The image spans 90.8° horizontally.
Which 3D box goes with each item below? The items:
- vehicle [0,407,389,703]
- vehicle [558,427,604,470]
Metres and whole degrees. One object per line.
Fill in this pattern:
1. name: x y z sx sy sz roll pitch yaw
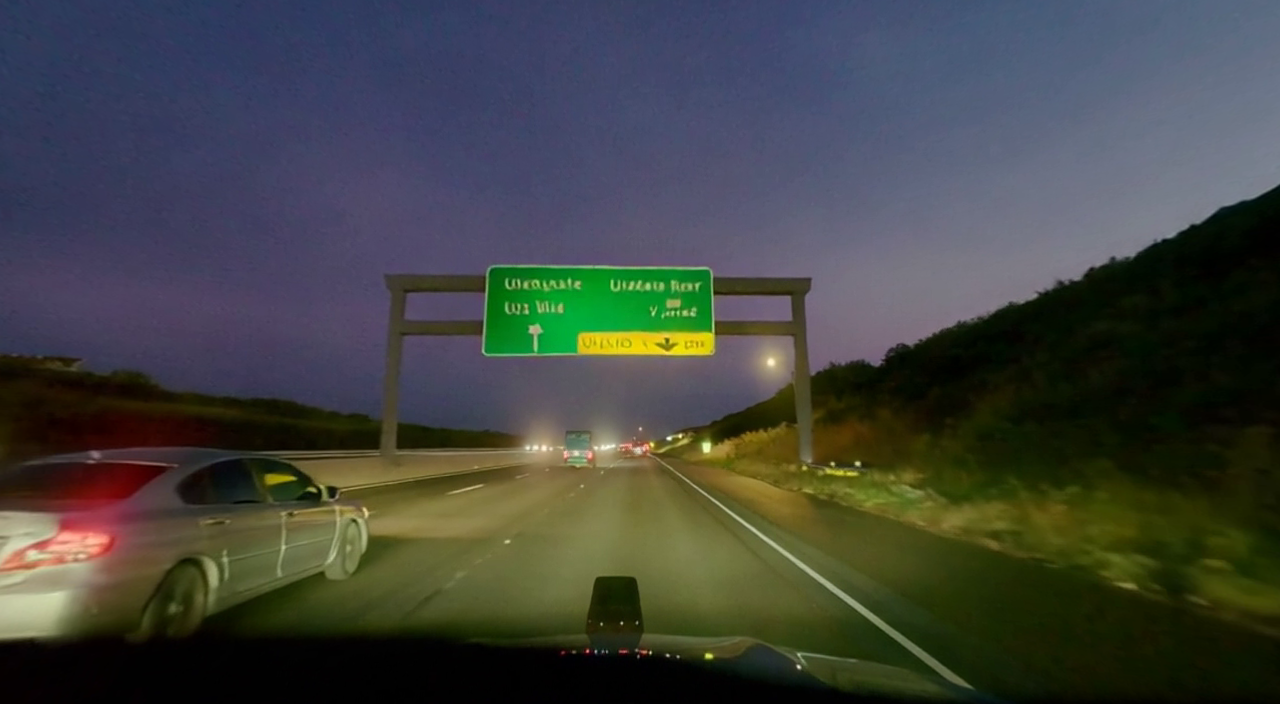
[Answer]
1. vehicle: -3.614 1.259 4.624 1.924 1.436 3.915 0 -9 0
2. vehicle: -3.575 6.034 39.452 2.290 2.453 5.561 0 -9 0
